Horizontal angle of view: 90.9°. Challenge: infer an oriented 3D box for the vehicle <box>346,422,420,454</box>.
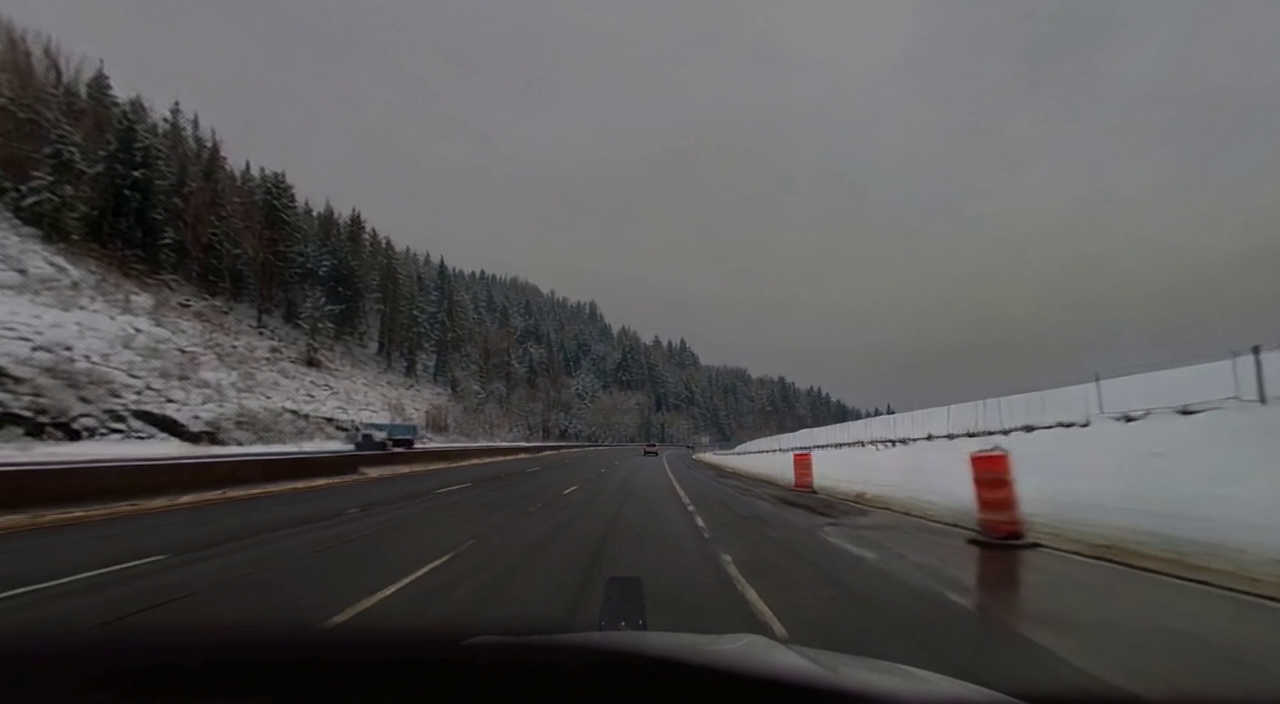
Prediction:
[{"bbox_3d":[-17.149,5.847,42.529,2.266,1.970,5.815,-1,-9,3],"label":"vehicle"}]
